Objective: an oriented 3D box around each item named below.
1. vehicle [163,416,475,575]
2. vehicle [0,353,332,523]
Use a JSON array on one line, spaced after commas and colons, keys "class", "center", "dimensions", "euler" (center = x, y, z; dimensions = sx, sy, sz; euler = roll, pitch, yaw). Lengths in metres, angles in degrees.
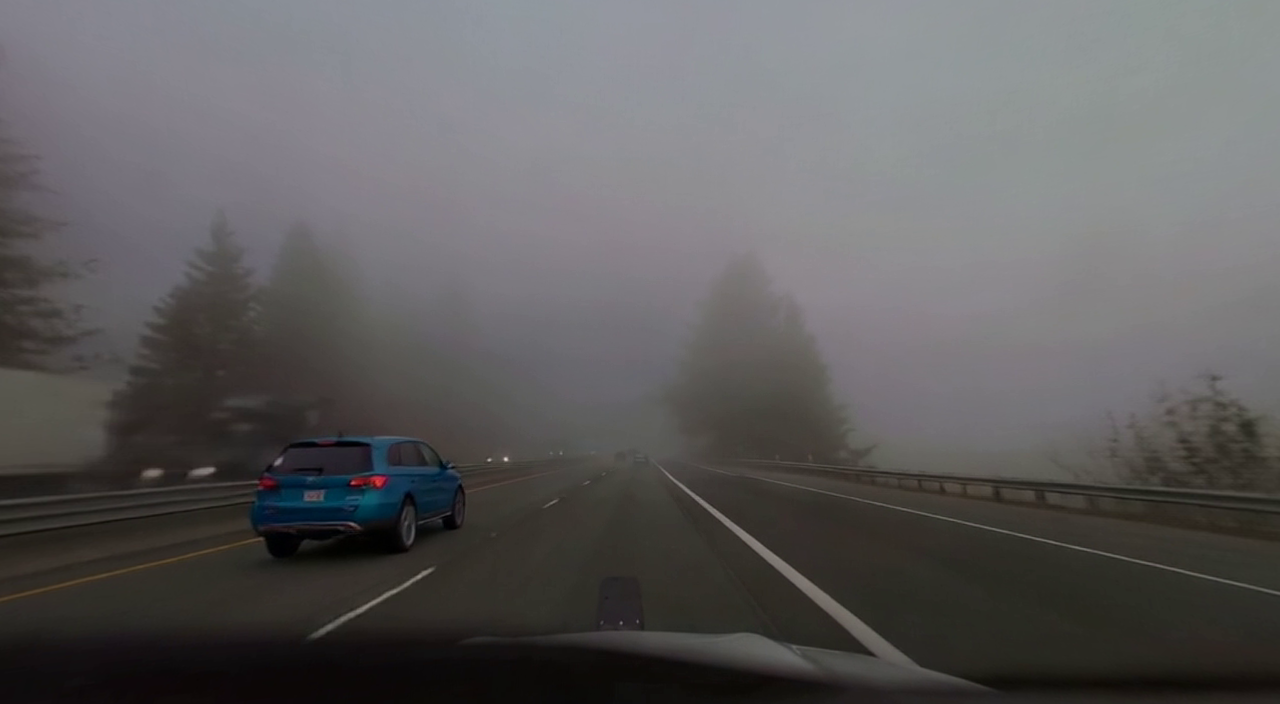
[{"class": "vehicle", "center": [-4.132, 1.923, 9.287], "dimensions": [2.110, 1.727, 4.607], "euler": [0, -9, 1]}, {"class": "vehicle", "center": [-12.900, 2.500, 17.976], "dimensions": [2.933, 3.457, 10.136], "euler": [0, -9, 1]}]
